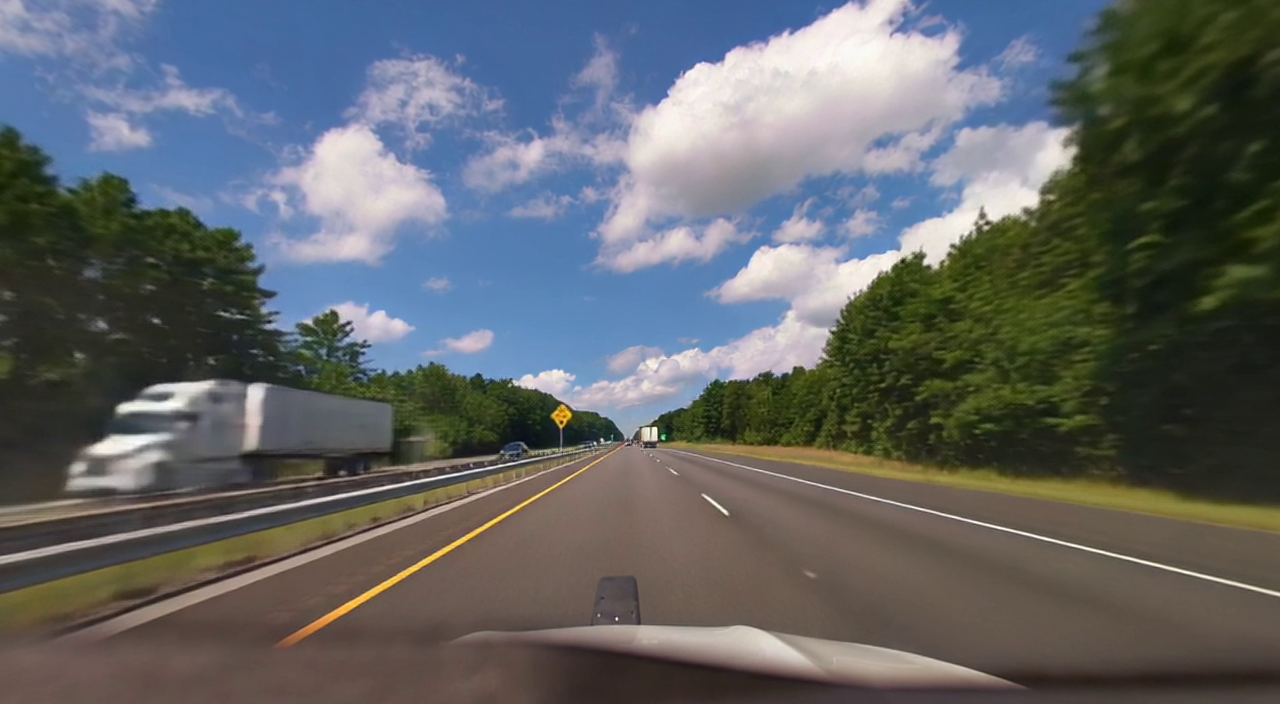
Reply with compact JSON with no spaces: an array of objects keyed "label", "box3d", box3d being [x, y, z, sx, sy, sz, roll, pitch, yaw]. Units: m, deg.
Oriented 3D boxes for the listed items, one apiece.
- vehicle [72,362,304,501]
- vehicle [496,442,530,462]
[{"label":"vehicle","box3d":[-13.970,2.578,20.249,3.005,3.778,5.807,0,-8,-1]},{"label":"vehicle","box3d":[-9.890,7.804,49.255,1.812,1.460,4.228,0,-8,-1]}]
